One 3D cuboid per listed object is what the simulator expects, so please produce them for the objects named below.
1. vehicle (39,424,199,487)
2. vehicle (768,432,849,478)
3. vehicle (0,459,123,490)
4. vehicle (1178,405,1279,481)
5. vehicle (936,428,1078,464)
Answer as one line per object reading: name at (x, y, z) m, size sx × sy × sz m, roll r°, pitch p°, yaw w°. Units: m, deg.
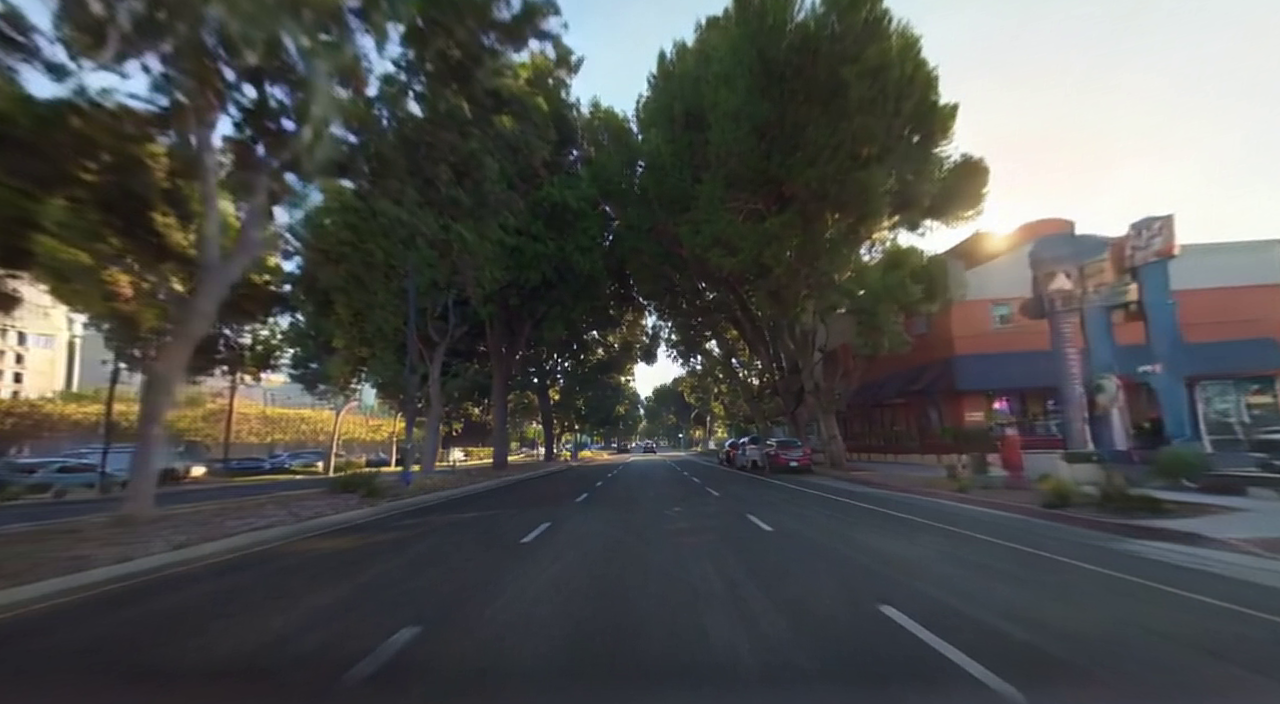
vehicle at (-32.967, 6.557, 40.130) m, size 7.106 × 3.726 × 3.230 m, roll 0°, pitch -8°, yaw 1°
vehicle at (7.070, 4.378, 27.019) m, size 2.084 × 1.736 × 4.754 m, roll 0°, pitch -8°, yaw -1°
vehicle at (-32.758, 6.885, 35.531) m, size 5.238 × 1.618 × 2.263 m, roll -1°, pitch -9°, yaw 1°
vehicle at (16.644, 2.186, 15.745) m, size 4.422 × 1.738 × 1.995 m, roll -3°, pitch -8°, yaw 1°
vehicle at (16.845, 4.367, 29.137) m, size 5.222 × 1.515 × 2.044 m, roll -1°, pitch -9°, yaw -1°
